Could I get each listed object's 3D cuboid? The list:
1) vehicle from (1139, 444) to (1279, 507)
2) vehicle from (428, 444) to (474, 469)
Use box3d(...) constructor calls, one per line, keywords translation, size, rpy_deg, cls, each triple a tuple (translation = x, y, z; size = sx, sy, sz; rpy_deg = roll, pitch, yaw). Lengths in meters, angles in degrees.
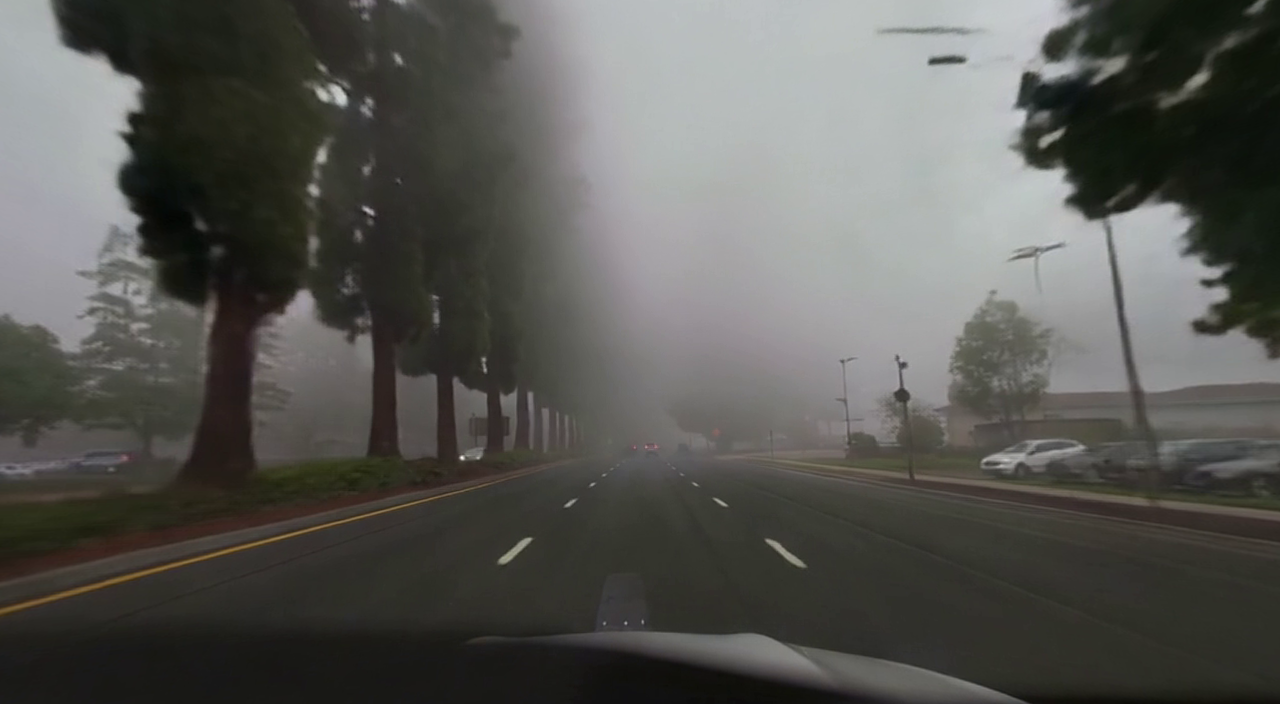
box3d(translation=(15.182, 2.950, 15.340), size=(4.246, 1.399, 2.134), rpy_deg=(0, -8, -1), cls="vehicle")
box3d(translation=(-13.948, 7.708, 46.813), size=(2.072, 1.712, 4.467), rpy_deg=(0, -8, -1), cls="vehicle")
